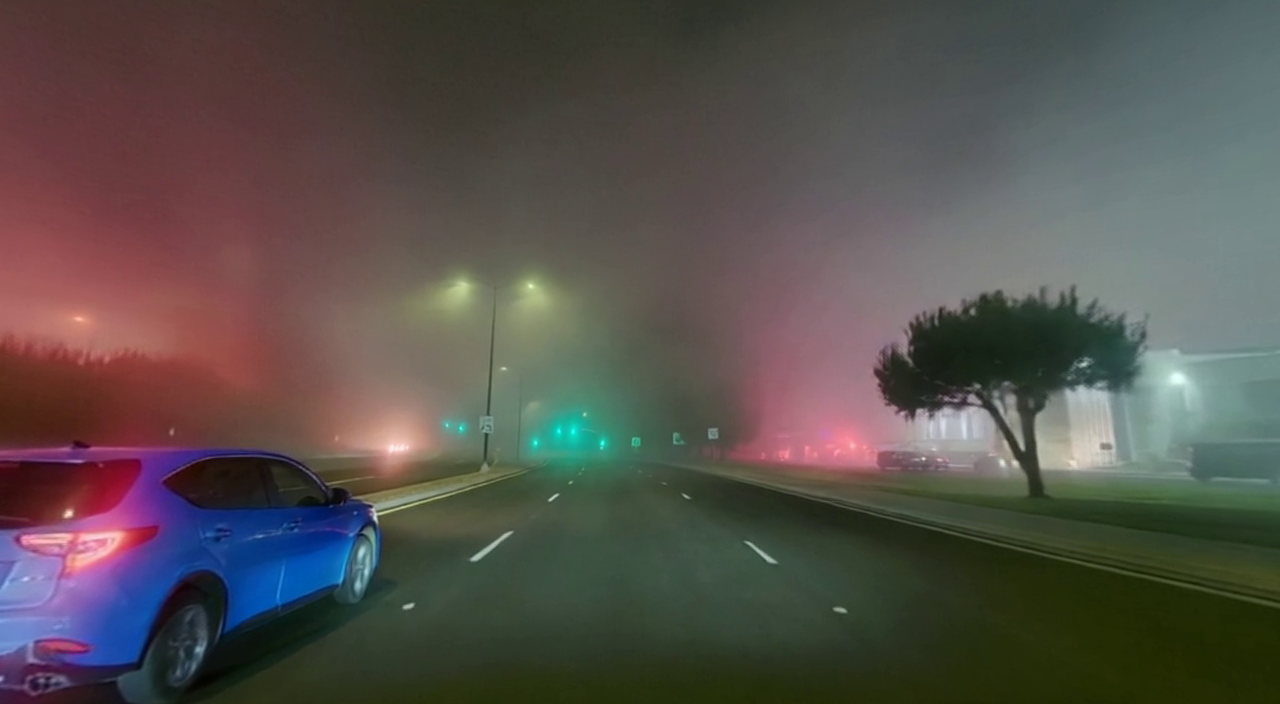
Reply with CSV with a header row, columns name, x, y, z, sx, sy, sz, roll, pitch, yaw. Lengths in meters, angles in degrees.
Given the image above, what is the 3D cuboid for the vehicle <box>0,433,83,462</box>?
name,x,y,z,sx,sy,sz,roll,pitch,yaw
vehicle,-41.277,6.454,42.603,4.875,1.819,2.218,4,-11,-19
